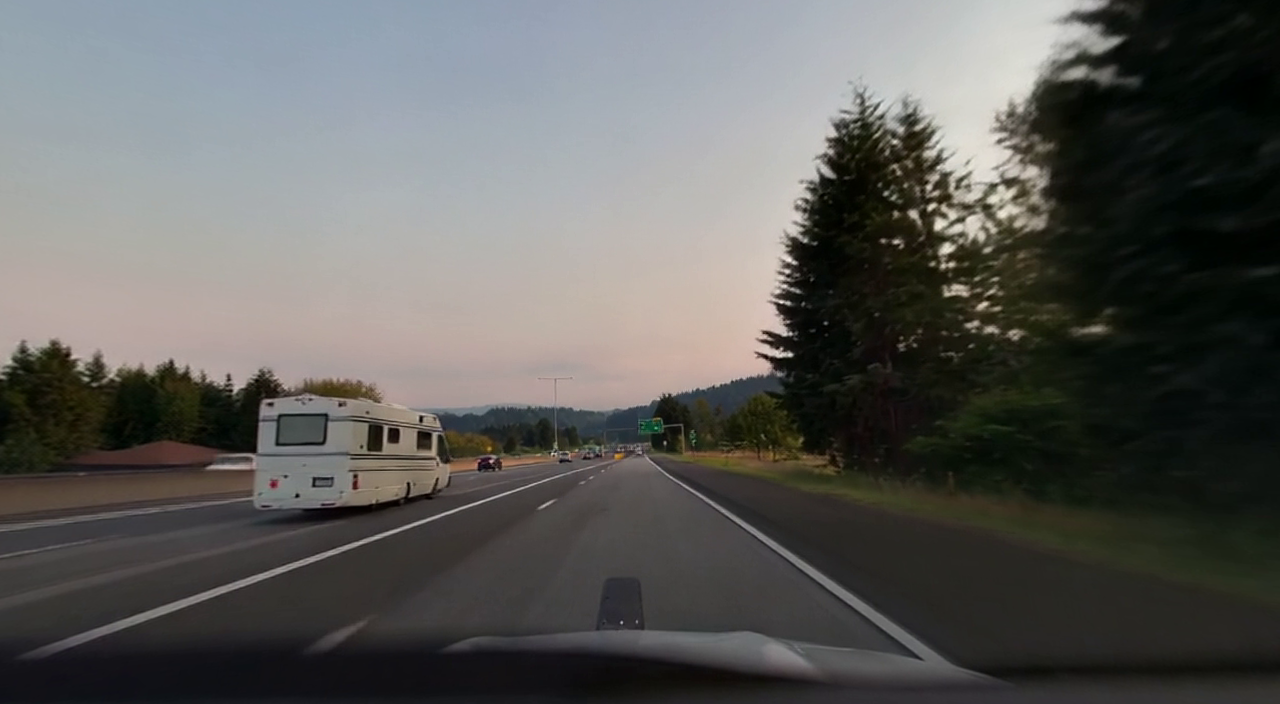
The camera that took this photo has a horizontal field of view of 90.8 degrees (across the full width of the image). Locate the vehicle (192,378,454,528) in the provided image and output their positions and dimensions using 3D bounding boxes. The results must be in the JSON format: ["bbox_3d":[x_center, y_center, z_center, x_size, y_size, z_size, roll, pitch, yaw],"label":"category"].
[{"bbox_3d":[-7.368,2.533,16.244,2.747,2.934,7.411,0,-8,1],"label":"vehicle"}]

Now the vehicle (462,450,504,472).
[{"bbox_3d":[-11.436,7.988,46.315,1.981,1.503,4.207,0,-8,0],"label":"vehicle"}]
